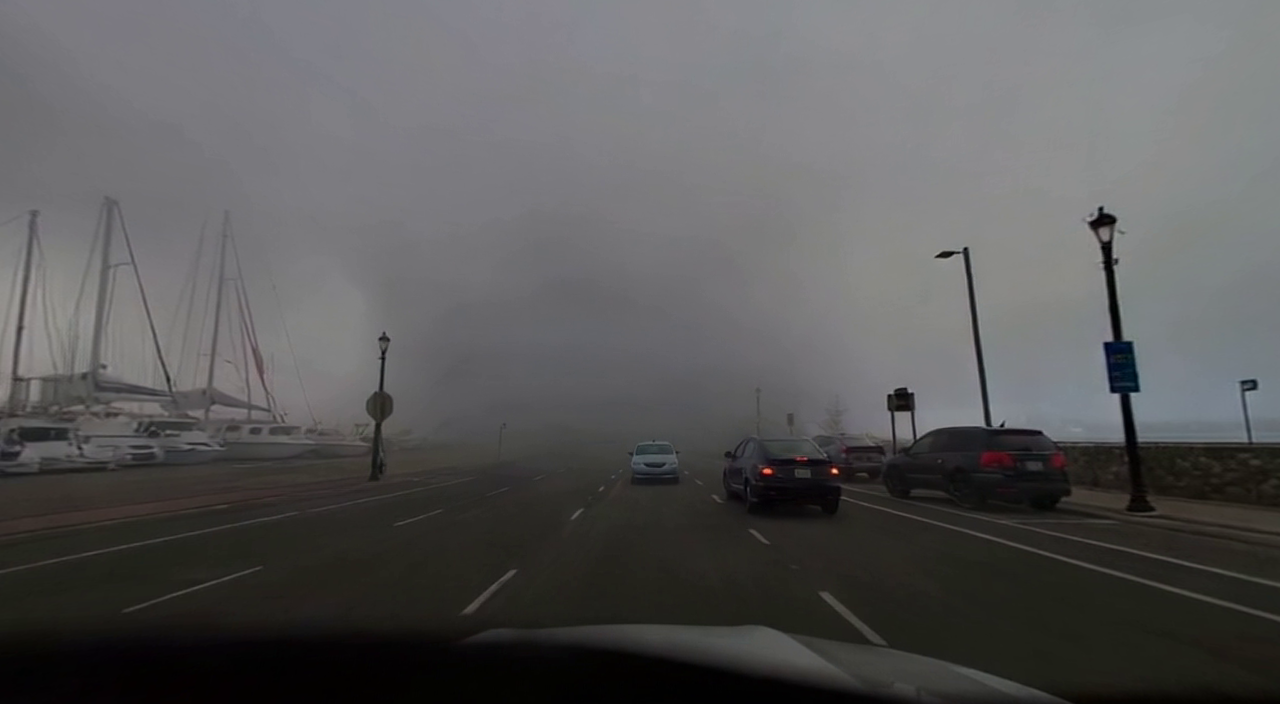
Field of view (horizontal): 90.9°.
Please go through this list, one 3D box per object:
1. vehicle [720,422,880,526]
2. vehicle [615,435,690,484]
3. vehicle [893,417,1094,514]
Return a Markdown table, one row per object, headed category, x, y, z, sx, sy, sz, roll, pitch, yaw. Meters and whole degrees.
| category | x | y | z | sx | sy | sz | roll | pitch | yaw |
| --- | --- | --- | --- | --- | --- | --- | --- | --- | --- |
| vehicle | 2.826 | 2.258 | 12.168 | 2.047 | 1.640 | 4.051 | -1 | -9 | 1 |
| vehicle | 0.441 | 3.628 | 21.489 | 2.284 | 1.496 | 3.949 | -1 | -9 | 2 |
| vehicle | 7.798 | 2.550 | 14.574 | 1.969 | 1.852 | 4.514 | 0 | -9 | -1 |
